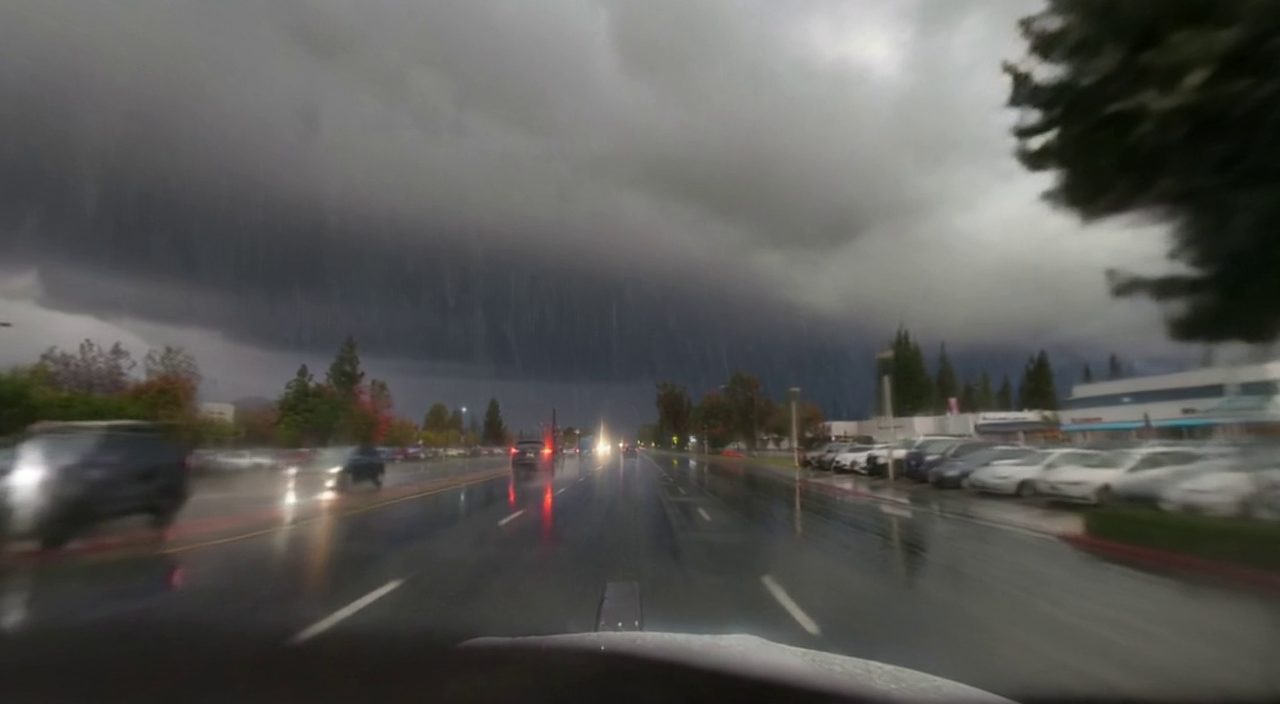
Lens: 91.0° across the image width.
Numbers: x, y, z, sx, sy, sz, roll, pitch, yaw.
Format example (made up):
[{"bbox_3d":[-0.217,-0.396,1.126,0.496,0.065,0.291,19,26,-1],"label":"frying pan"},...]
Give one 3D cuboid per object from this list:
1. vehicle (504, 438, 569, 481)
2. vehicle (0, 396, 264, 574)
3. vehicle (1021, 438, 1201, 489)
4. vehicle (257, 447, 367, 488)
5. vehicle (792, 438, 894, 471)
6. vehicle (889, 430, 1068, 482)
[{"bbox_3d":[-4.366,4.601,27.176,2.109,1.672,4.256,0,-9,0],"label":"vehicle"},{"bbox_3d":[-7.591,1.816,9.333,2.123,1.864,5.553,1,-9,-17],"label":"vehicle"},{"bbox_3d":[18.761,4.465,25.303,5.420,1.818,2.046,-2,-9,2],"label":"vehicle"},{"bbox_3d":[-13.162,4.637,25.643,1.955,1.496,4.661,0,-9,0],"label":"vehicle"},{"bbox_3d":[12.408,6.293,38.657,5.500,1.749,2.057,-1,-9,-3],"label":"vehicle"},{"bbox_3d":[12.406,3.856,23.547,5.426,1.811,2.193,-2,-9,15],"label":"vehicle"}]
